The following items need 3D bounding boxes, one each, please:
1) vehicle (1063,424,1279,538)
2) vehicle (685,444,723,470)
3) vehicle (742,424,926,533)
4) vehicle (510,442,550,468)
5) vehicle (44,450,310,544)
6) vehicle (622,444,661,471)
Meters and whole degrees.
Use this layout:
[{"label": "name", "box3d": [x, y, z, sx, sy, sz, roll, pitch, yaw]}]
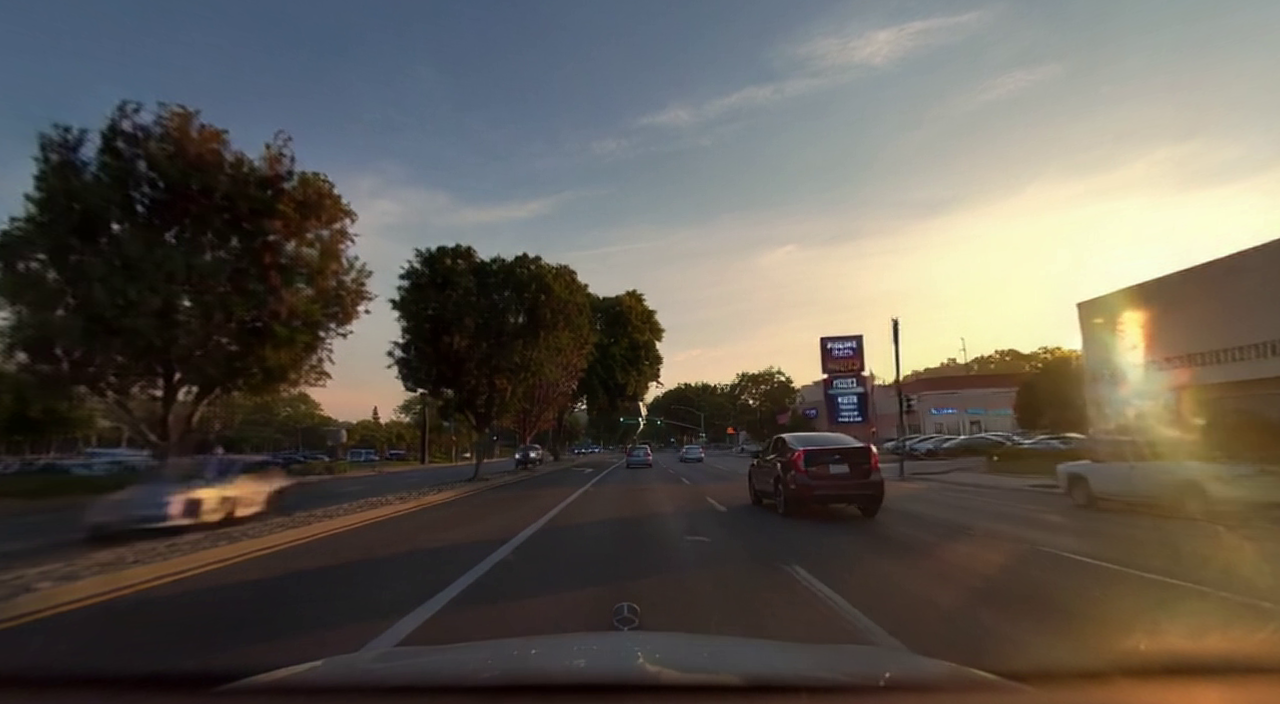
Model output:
[{"label": "vehicle", "box3d": [10.771, 2.288, 11.829, 2.154, 1.690, 5.208, 0, -9, 1]}, {"label": "vehicle", "box3d": [3.856, 6.420, 38.804, 1.889, 1.473, 4.303, 0, -9, 0]}, {"label": "vehicle", "box3d": [3.341, 2.272, 11.931, 2.022, 1.643, 4.326, 0, -9, -1]}, {"label": "vehicle", "box3d": [-8.413, 7.901, 48.784, 2.142, 1.872, 4.689, 0, -9, 1]}, {"label": "vehicle", "box3d": [-8.467, 2.632, 12.199, 1.862, 1.446, 4.333, 0, -8, 0]}, {"label": "vehicle", "box3d": [0.084, 6.184, 37.190, 2.135, 1.468, 4.076, 0, -8, 0]}]
